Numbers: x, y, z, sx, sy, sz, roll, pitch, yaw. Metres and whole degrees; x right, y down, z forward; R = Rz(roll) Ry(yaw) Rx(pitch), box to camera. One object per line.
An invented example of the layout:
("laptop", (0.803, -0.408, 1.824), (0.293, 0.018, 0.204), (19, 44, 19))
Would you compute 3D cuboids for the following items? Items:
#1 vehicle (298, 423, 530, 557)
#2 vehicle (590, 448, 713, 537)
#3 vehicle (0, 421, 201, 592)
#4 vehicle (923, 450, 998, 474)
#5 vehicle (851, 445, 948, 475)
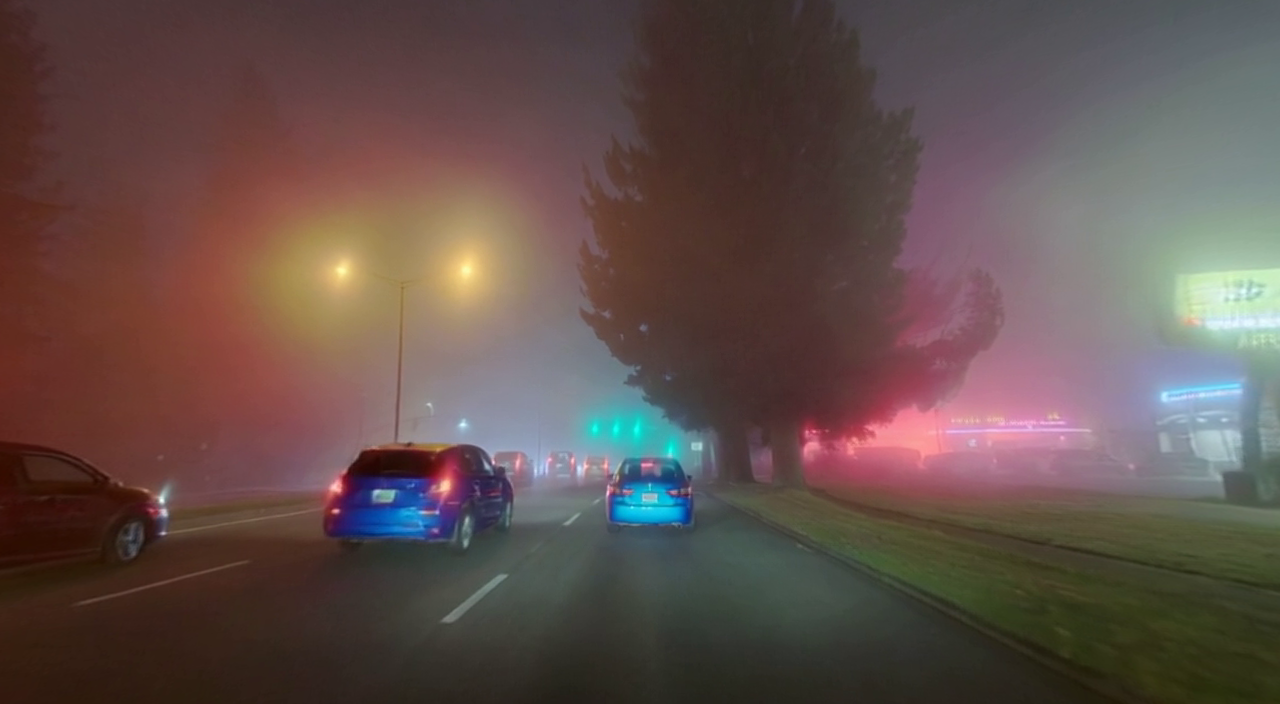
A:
("vehicle", (-3.362, 2.152, 10.618), (2.055, 1.725, 4.732), (0, -9, 1))
("vehicle", (0.237, 2.718, 12.843), (2.091, 1.494, 3.962), (0, -8, 1))
("vehicle", (-7.224, 1.591, 6.679), (1.968, 1.657, 4.230), (0, -9, 1))
("vehicle", (22.511, 7.733, 44.300), (4.220, 1.550, 1.935), (-10, -13, 43))
("vehicle", (18.316, 7.594, 44.656), (5.852, 1.962, 2.323), (-8, -11, 41))
